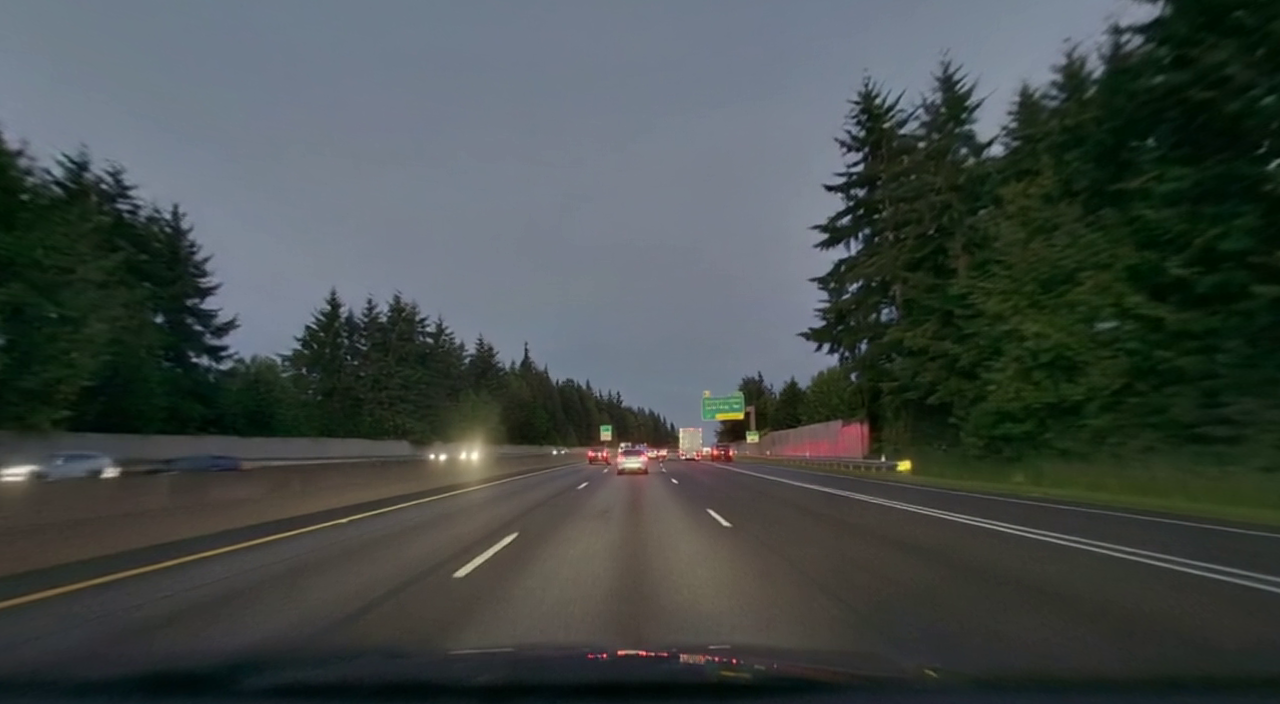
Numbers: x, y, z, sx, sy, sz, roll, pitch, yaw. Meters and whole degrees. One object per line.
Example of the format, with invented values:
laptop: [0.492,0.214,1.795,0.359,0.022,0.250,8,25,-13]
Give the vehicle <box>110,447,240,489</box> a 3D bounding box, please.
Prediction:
vehicle: [-17.635,4.385,24.180,1.816,1.444,3.962,-1,-9,2]

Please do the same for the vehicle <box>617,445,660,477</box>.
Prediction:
vehicle: [-0.069,5.453,31.713,2.035,1.513,4.272,0,-9,0]

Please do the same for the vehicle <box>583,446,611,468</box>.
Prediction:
vehicle: [-3.234,7.964,47.996,1.874,1.555,3.487,0,-9,0]

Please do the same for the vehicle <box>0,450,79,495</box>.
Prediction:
vehicle: [-21.469,4.027,21.164,1.760,1.408,3.672,-1,-9,2]
